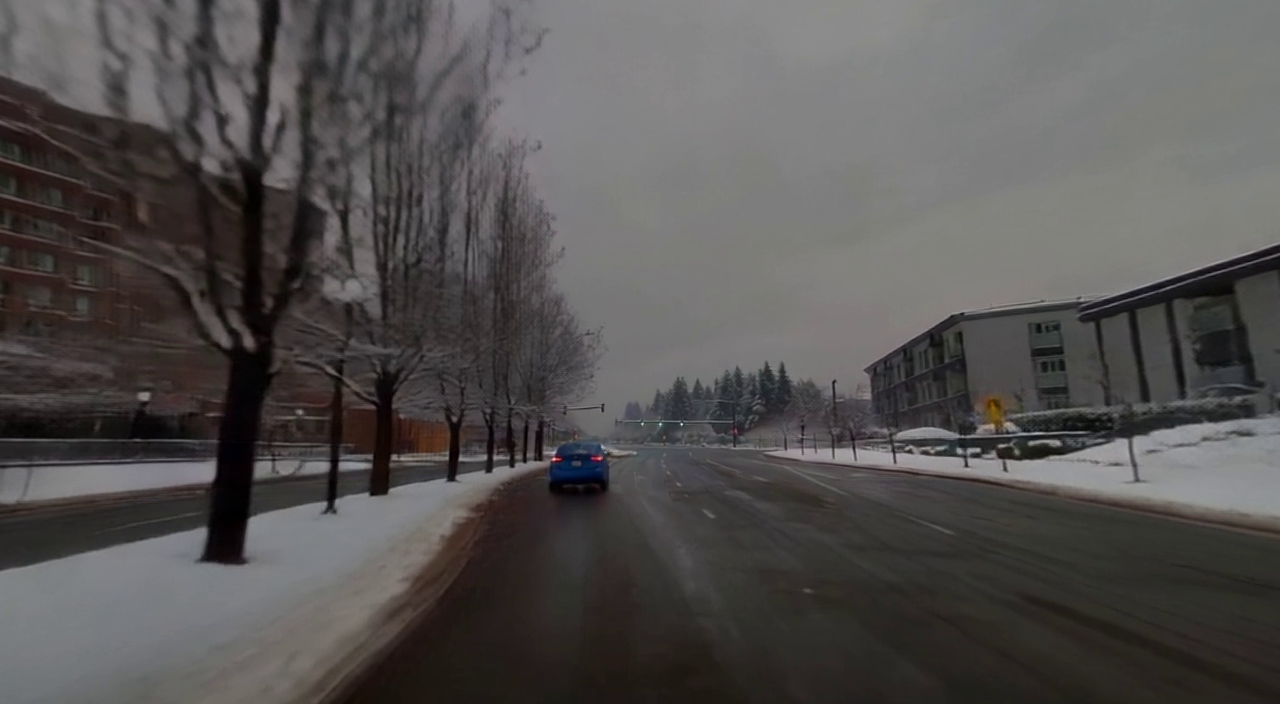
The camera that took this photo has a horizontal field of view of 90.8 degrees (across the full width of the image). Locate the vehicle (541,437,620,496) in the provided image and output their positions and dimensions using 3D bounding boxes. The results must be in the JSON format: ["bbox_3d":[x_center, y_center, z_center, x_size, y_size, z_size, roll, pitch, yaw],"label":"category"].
[{"bbox_3d":[-1.674,3.286,18.582,2.042,1.479,4.601,0,-8,-4],"label":"vehicle"}]
